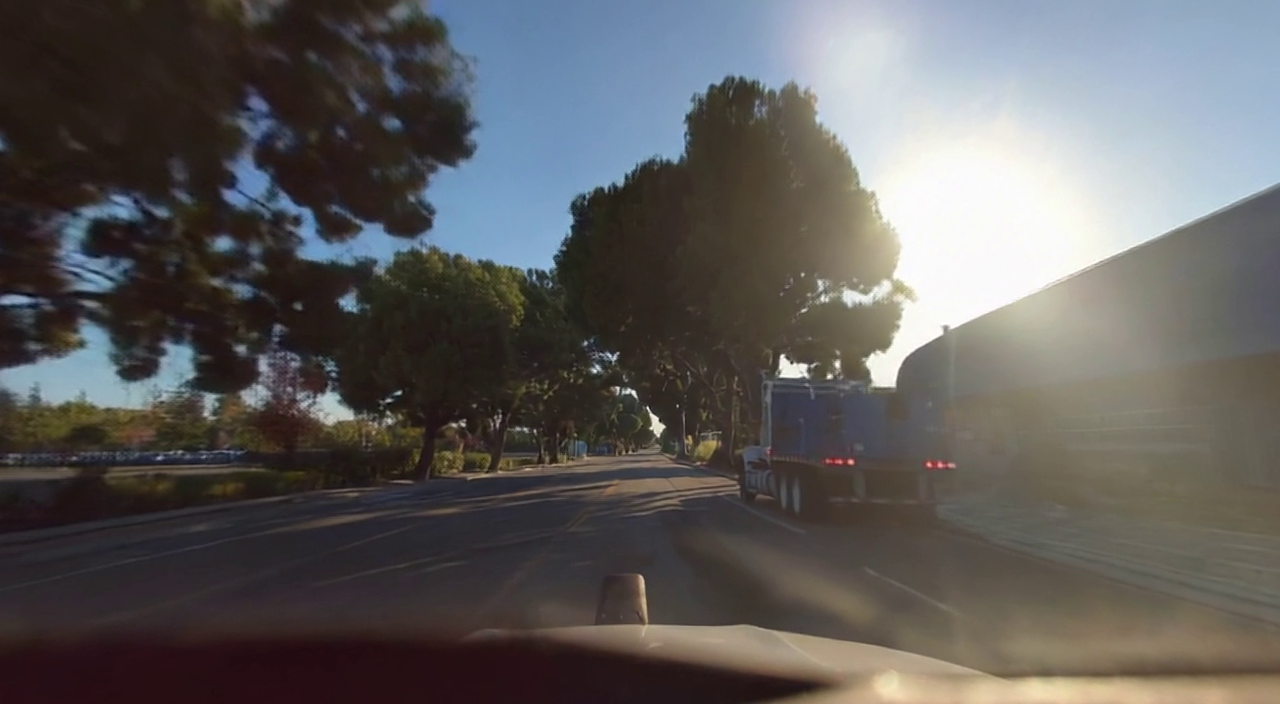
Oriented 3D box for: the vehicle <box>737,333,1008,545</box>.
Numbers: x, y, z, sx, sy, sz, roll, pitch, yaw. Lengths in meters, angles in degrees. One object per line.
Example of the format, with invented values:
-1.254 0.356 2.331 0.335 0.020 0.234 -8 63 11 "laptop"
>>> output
4.097 1.804 13.050 3.019 3.303 6.252 0 -9 -1 "vehicle"
